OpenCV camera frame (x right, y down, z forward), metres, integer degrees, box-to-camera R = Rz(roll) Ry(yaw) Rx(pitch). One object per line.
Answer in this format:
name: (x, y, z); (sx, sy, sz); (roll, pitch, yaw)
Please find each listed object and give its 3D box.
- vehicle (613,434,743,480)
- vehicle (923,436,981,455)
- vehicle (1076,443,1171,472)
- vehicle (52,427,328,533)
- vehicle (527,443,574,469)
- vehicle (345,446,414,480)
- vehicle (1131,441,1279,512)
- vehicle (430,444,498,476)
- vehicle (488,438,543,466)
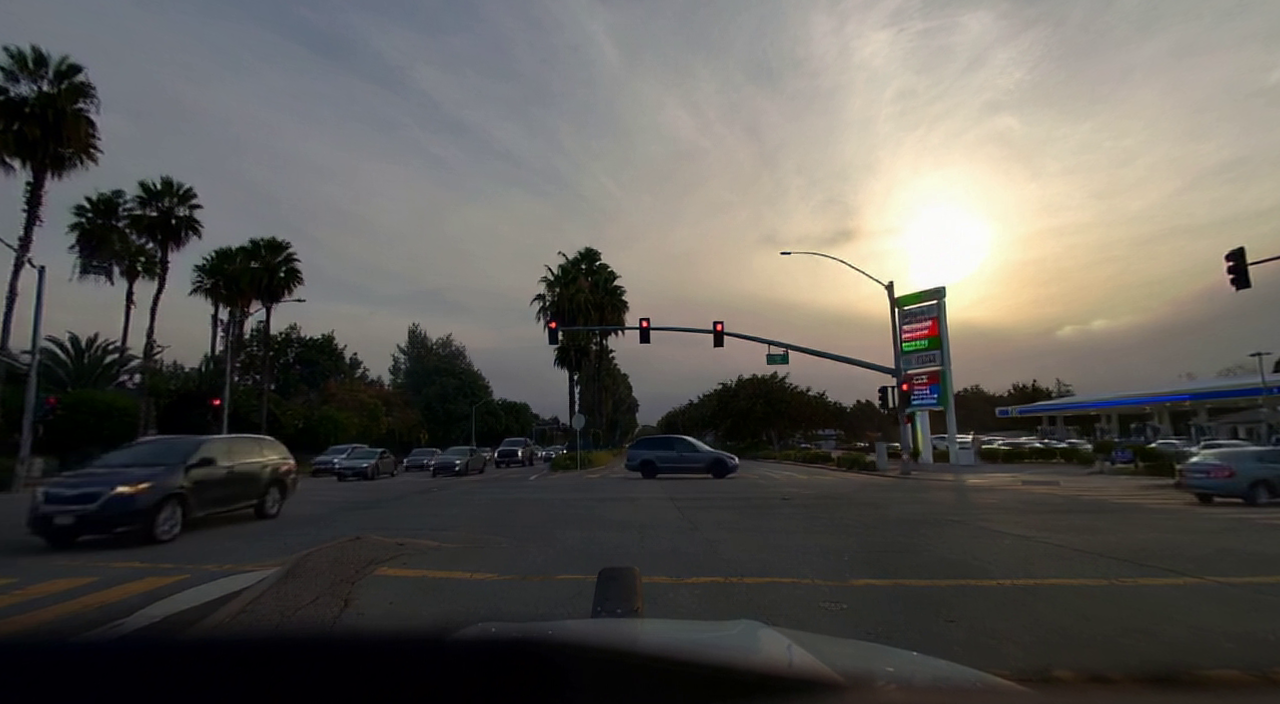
vehicle: (1.494, 4.122, 24.899); (4.892, 1.719, 1.929); (-1, -9, 5)
vehicle: (22.529, 6.760, 45.662); (3.356, 1.395, 1.559); (0, -9, -1)
vehicle: (24.253, 5.296, 31.740); (3.474, 1.376, 1.538); (0, -9, -2)
vehicle: (-8.446, 2.418, 12.577); (2.124, 1.701, 4.551); (0, -9, 0)
vehicle: (-5.398, 6.337, 38.713); (2.079, 1.490, 5.064); (0, -9, 1)
vehicle: (-11.972, 5.099, 29.247); (1.633, 1.460, 3.540); (0, -9, 0)
vehicle: (14.194, 2.751, 14.165); (4.579, 1.464, 1.983); (0, -9, 3)
vehicle: (-8.751, 5.421, 31.927); (2.034, 1.510, 4.647); (0, -9, 1)
vehicle: (-8.738, 7.101, 44.993); (2.609, 1.865, 5.875); (0, -9, 1)
